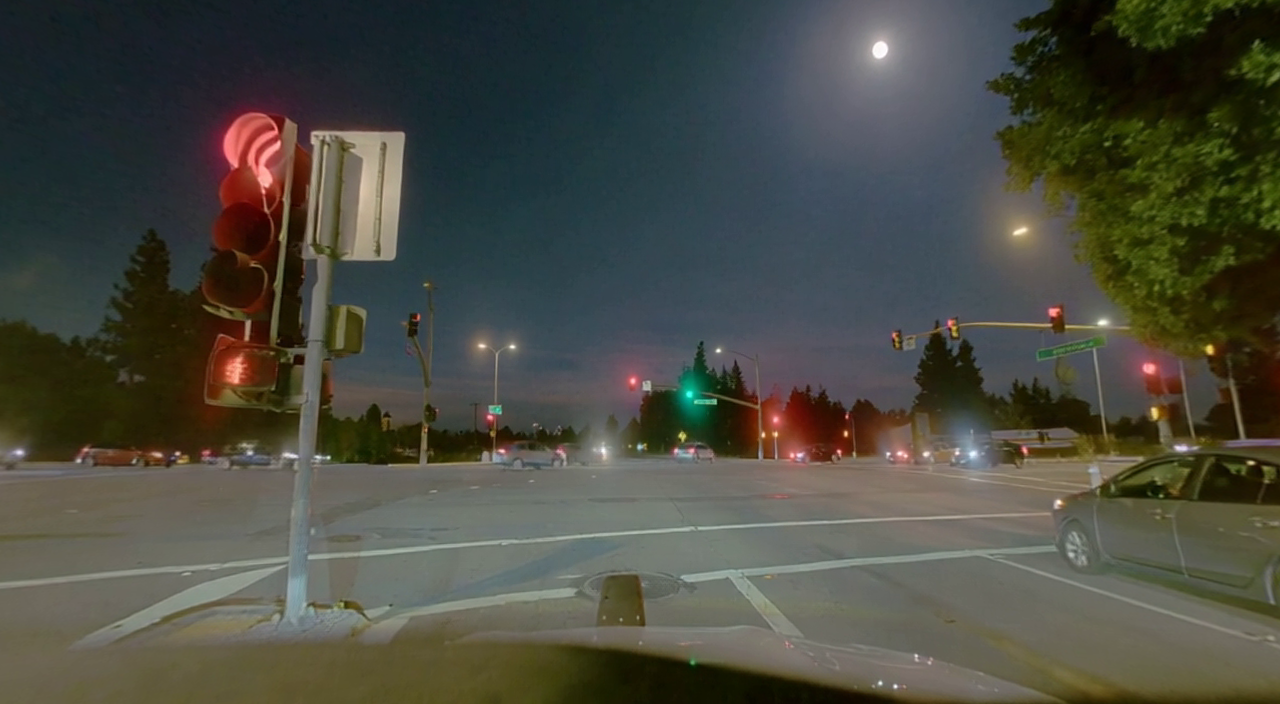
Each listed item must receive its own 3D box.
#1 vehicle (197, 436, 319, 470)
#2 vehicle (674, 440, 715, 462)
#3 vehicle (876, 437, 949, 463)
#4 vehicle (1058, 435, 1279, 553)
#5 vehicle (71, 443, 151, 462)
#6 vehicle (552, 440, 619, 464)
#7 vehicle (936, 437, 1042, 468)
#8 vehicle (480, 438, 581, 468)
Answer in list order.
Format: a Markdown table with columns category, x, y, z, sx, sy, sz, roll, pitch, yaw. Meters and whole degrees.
| category | x | y | z | sx | sy | sz | roll | pitch | yaw |
| --- | --- | --- | --- | --- | --- | --- | --- | --- | --- |
| vehicle | -17.577 | 4.692 | 29.358 | 4.580 | 1.472 | 1.891 | 4 | -9 | -25 |
| vehicle | 4.136 | 7.468 | 47.582 | 1.896 | 1.544 | 4.331 | -3 | -9 | 22 |
| vehicle | 16.995 | 6.084 | 39.316 | 4.481 | 1.561 | 2.001 | 6 | -10 | -33 |
| vehicle | 9.265 | 2.167 | 10.089 | 1.993 | 1.505 | 4.721 | 3 | -9 | 0 |
| vehicle | -40.606 | 7.727 | 48.543 | 4.345 | 1.426 | 1.722 | 2 | -9 | -8 |
| vehicle | -3.605 | 6.754 | 42.861 | 1.922 | 1.485 | 4.912 | -5 | -10 | 32 |
| vehicle | 17.687 | 5.064 | 32.094 | 4.516 | 1.468 | 1.962 | -5 | -10 | 31 |
| vehicle | -5.686 | 5.286 | 33.225 | 4.849 | 1.476 | 1.935 | 7 | -11 | -38 |
